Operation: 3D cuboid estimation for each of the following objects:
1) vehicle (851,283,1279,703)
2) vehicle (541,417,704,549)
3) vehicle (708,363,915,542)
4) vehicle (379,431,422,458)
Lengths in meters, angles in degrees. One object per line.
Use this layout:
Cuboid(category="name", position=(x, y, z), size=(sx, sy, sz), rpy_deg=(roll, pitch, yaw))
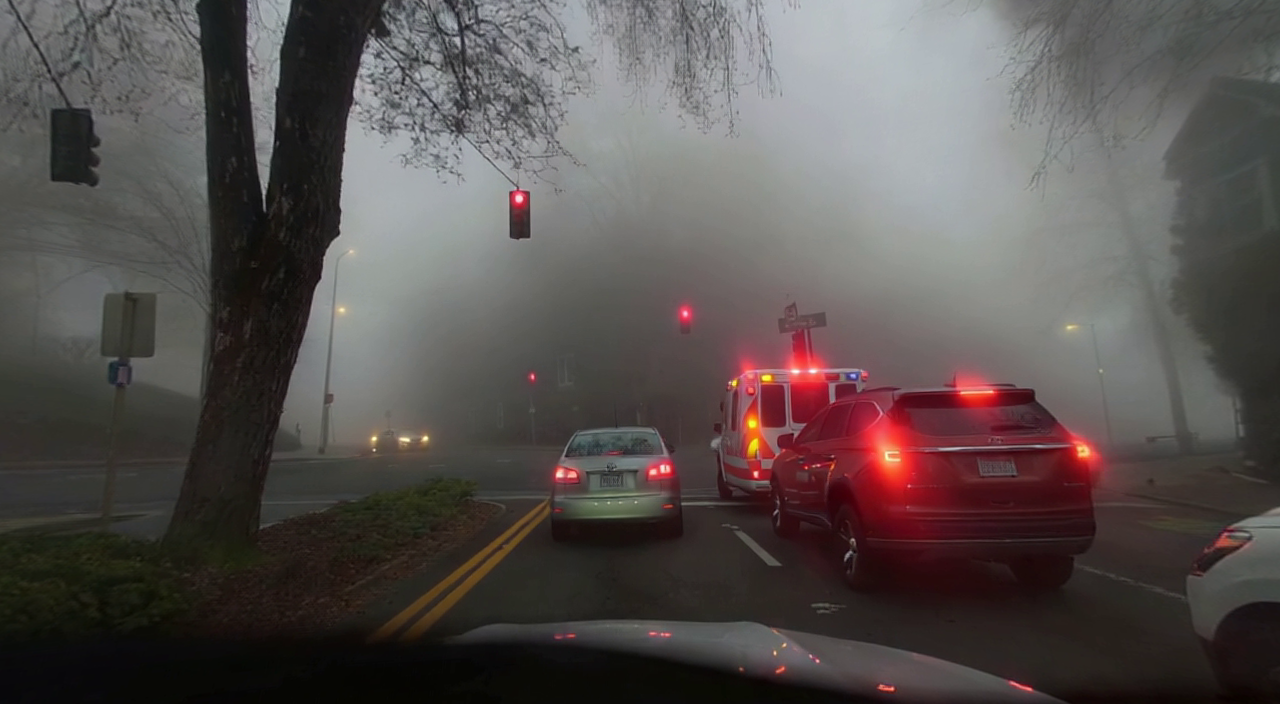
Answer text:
Cuboid(category="vehicle", position=(2.857, 0.893, 2.862), size=(2.194, 1.820, 4.652), rpy_deg=(0, -8, 0))
Cuboid(category="vehicle", position=(-0.261, 1.986, 10.187), size=(2.114, 1.707, 3.725), rpy_deg=(0, -8, -1))
Cuboid(category="vehicle", position=(2.881, 1.904, 12.366), size=(2.406, 2.687, 5.521), rpy_deg=(0, -8, 0))
Cuboid(category="vehicle", position=(-17.718, 6.882, 46.861), size=(2.246, 1.880, 4.454), rpy_deg=(1, -8, -12))
